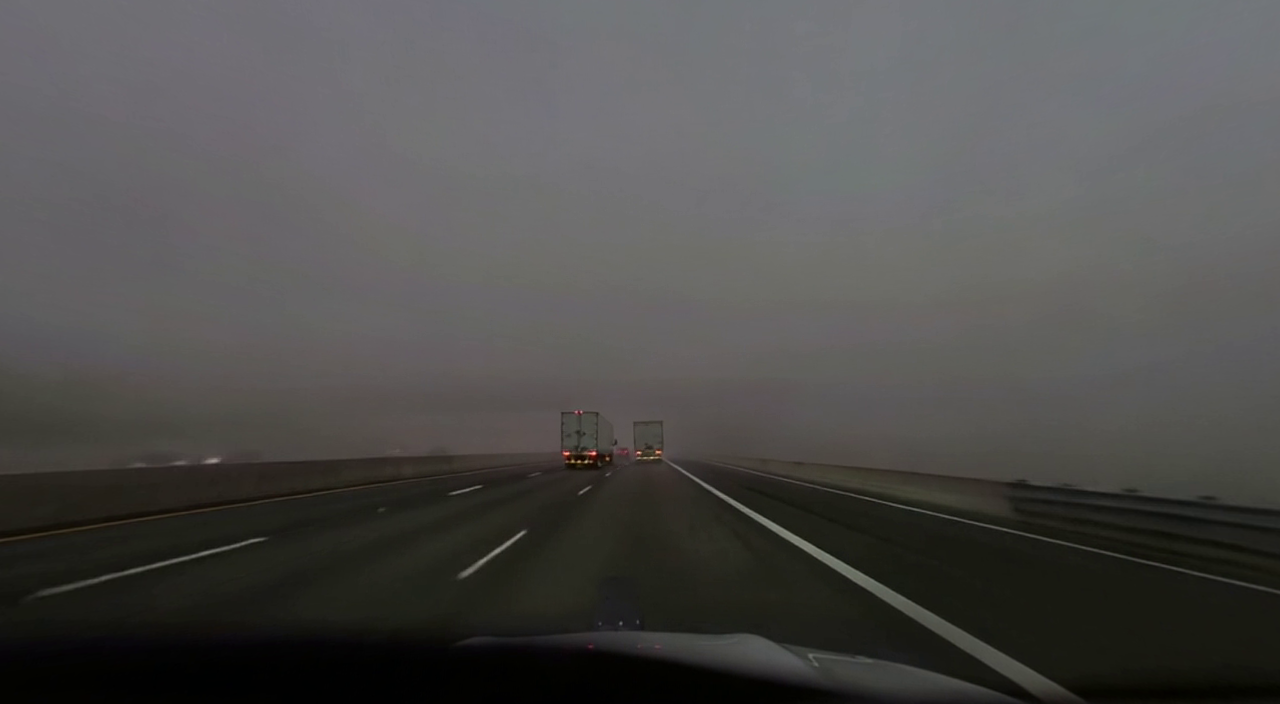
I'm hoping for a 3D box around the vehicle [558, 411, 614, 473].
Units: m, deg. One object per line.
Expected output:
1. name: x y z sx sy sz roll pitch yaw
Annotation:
1. vehicle: -3.000 5.334 37.024 2.696 3.266 7.062 0 -9 0
